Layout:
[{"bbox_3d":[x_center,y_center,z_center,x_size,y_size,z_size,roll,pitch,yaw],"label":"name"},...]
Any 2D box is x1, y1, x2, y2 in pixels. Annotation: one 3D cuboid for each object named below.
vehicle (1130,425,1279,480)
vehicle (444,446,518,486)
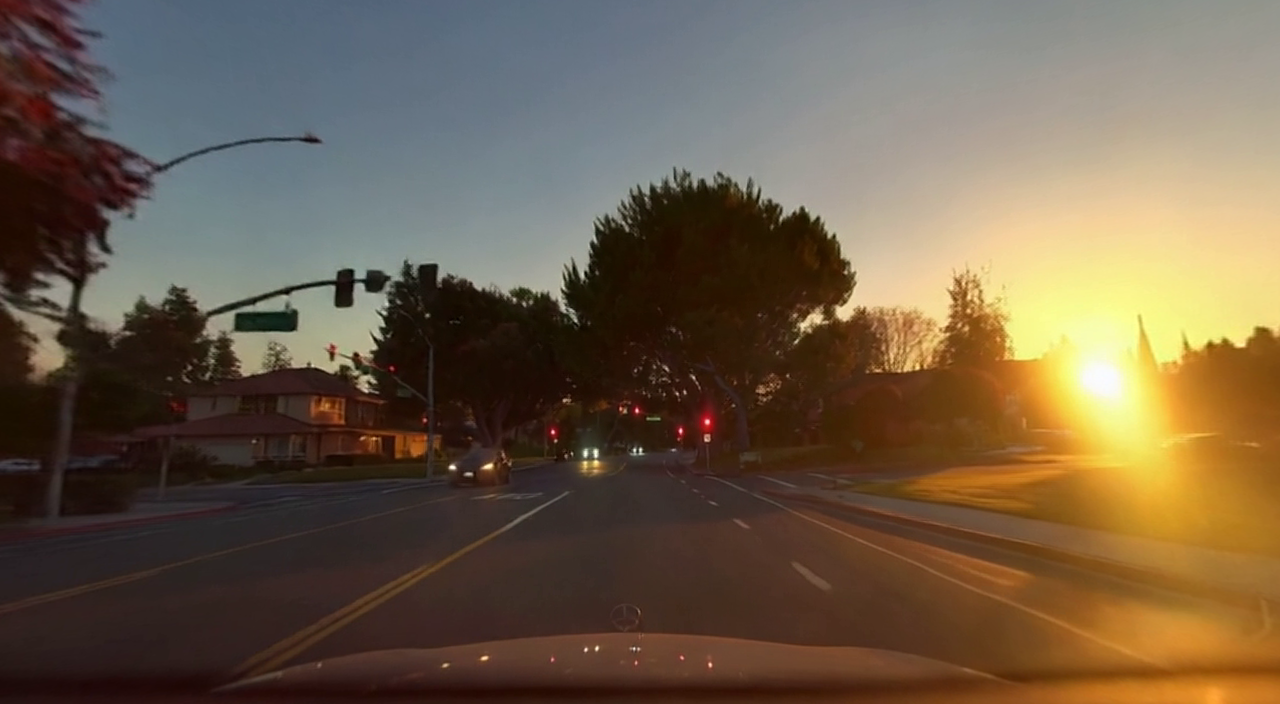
[{"bbox_3d":[18.704,3.176,20.190,1.938,1.511,4.994,0,-8,-2],"label":"vehicle"},{"bbox_3d":[-7.703,5.572,31.189,2.262,1.761,4.966,0,-8,1],"label":"vehicle"}]
